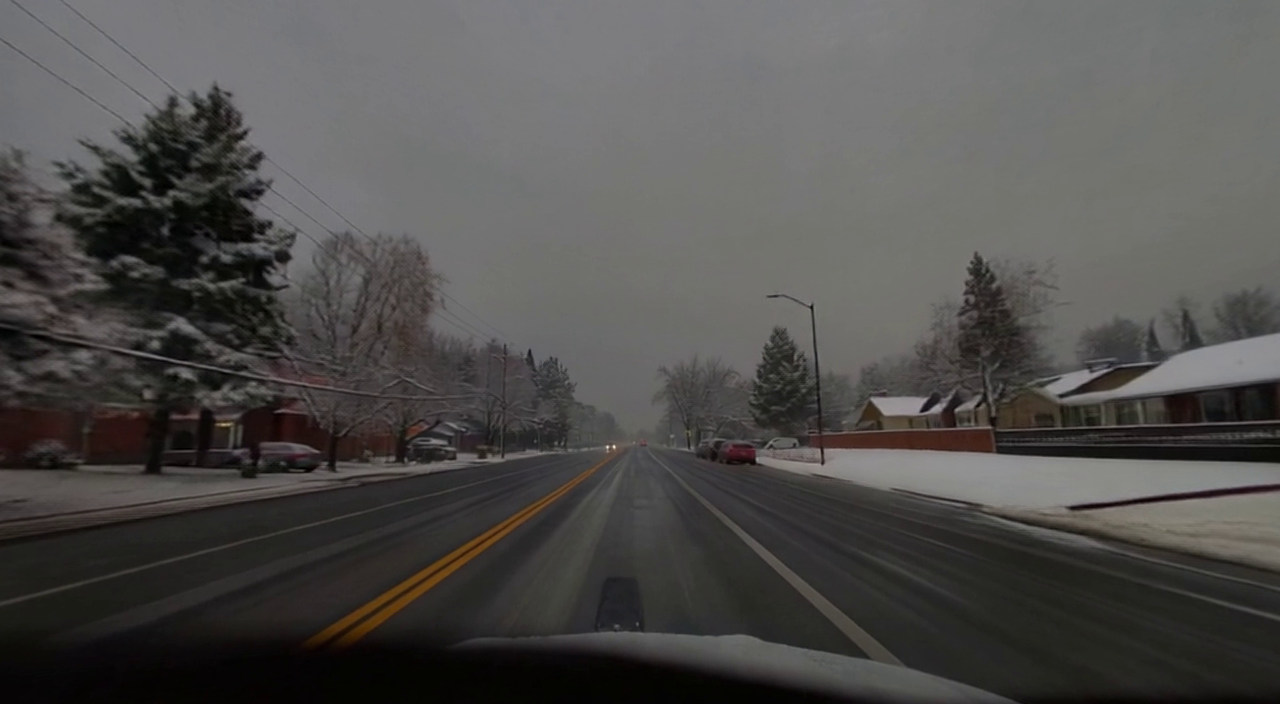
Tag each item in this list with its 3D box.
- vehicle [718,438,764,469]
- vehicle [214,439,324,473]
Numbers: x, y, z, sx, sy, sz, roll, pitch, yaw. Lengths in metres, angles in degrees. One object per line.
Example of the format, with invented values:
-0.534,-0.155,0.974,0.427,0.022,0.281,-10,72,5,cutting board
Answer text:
6.458,6.566,40.976,2.099,1.878,4.476,0,-8,-1,vehicle
-19.660,5.499,33.579,4.497,1.674,2.168,-1,-8,3,vehicle
